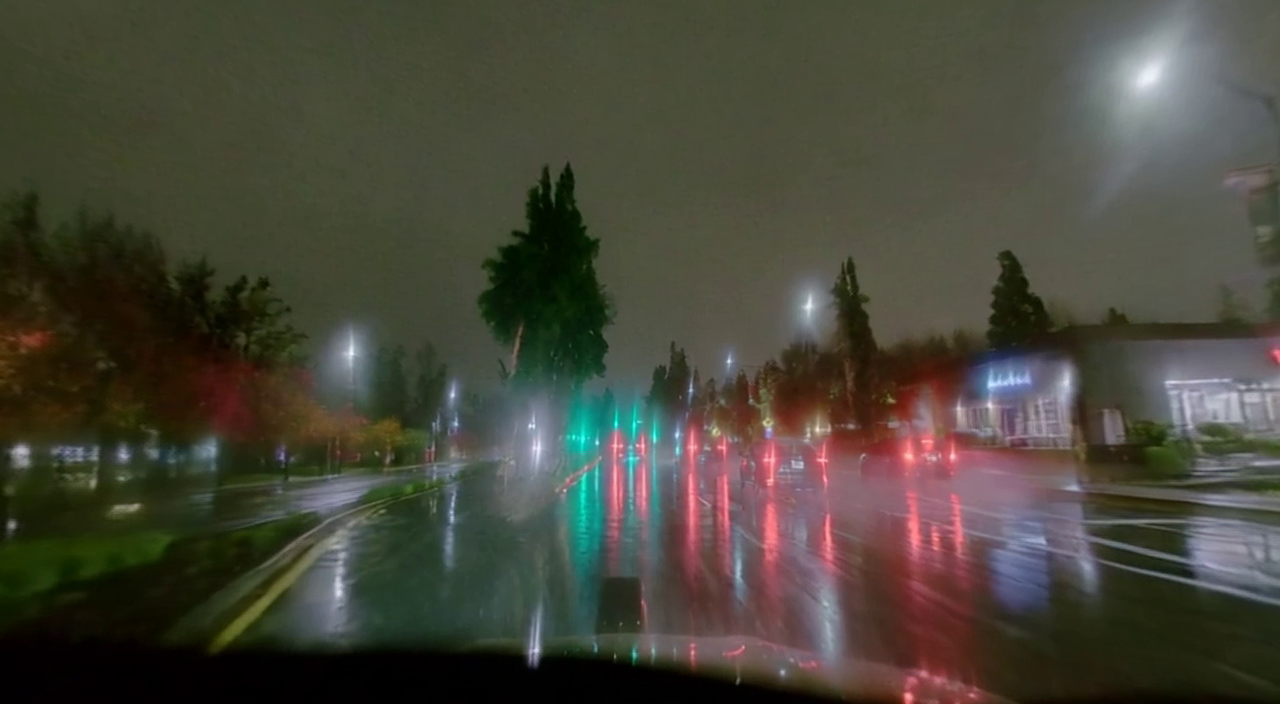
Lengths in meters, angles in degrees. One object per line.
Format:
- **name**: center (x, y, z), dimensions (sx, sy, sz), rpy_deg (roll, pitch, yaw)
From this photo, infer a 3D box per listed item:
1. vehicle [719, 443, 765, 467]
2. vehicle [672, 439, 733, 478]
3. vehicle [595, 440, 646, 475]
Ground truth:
- **vehicle**: center (6.316, 6.435, 39.624), dimensions (2.068, 1.393, 3.874), rpy_deg (0, -8, -2)
- **vehicle**: center (2.583, 4.562, 27.336), dimensions (2.057, 1.491, 4.675), rpy_deg (0, -8, -2)
- **vehicle**: center (-0.897, 4.935, 29.782), dimensions (2.242, 1.474, 4.127), rpy_deg (0, -8, -1)
